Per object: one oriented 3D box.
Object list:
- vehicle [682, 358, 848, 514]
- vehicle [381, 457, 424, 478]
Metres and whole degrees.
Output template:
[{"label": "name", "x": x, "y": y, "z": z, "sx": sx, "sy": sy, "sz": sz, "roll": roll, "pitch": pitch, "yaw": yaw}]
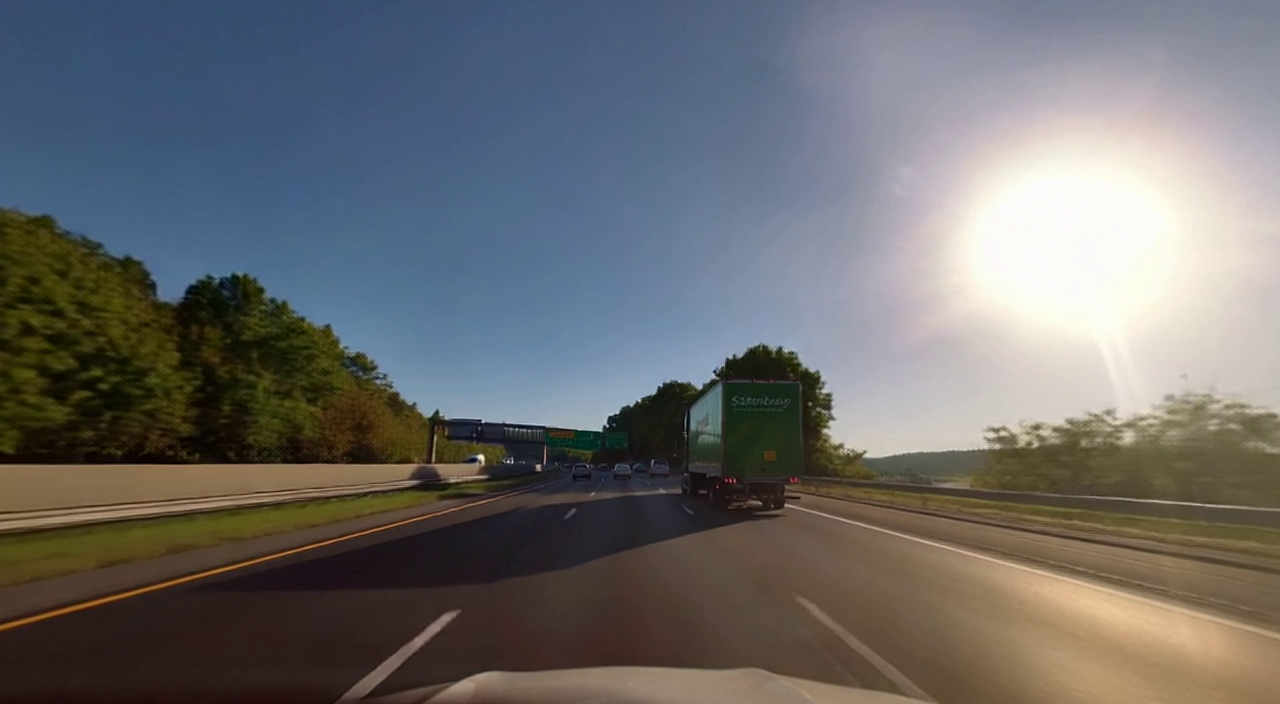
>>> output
[{"label": "vehicle", "x": 3.925, "y": 3.560, "z": 24.518, "sx": 2.992, "sy": 4.300, "sz": 13.967, "roll": 1, "pitch": -10, "yaw": -3}, {"label": "vehicle", "x": -18.101, "y": 8.854, "z": 48.231, "sx": 1.882, "sy": 1.505, "sz": 3.868, "roll": 1, "pitch": -10, "yaw": -2}]
